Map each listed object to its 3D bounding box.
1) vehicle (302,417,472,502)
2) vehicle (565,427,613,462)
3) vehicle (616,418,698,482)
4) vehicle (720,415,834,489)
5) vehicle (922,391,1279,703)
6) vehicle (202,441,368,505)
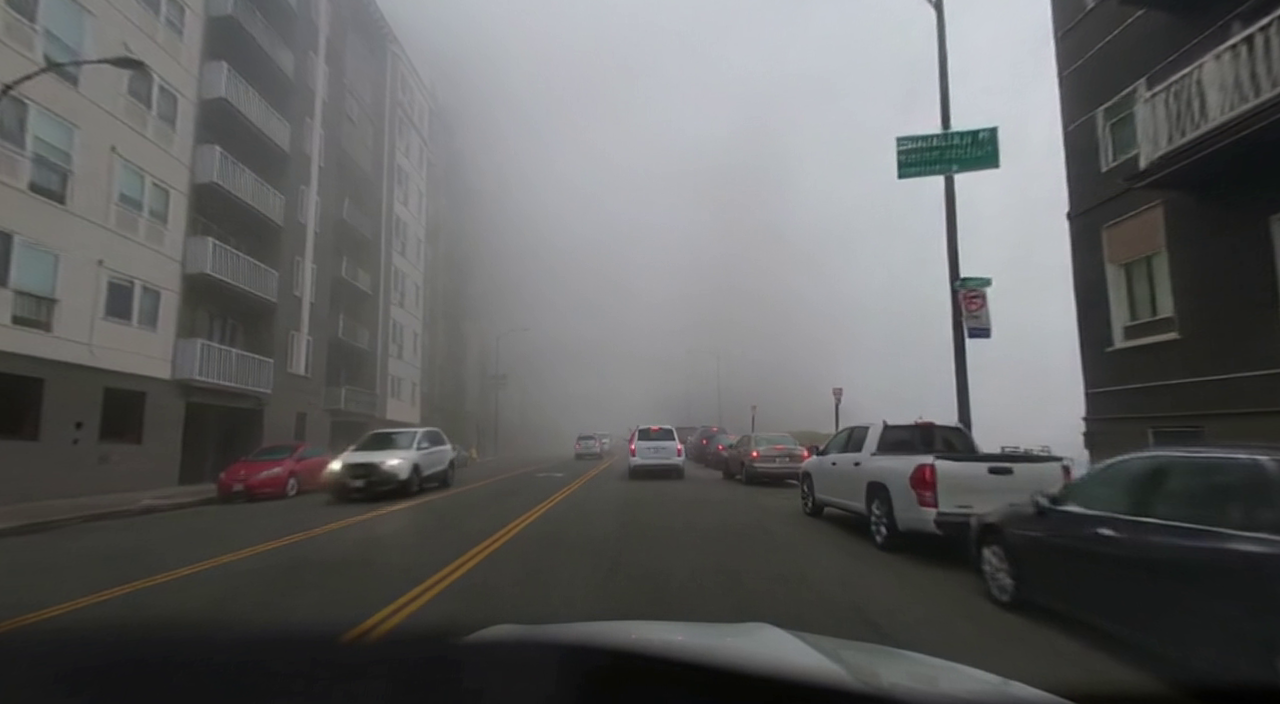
[{"bbox_3d":[-6.211,2.725,16.320,2.345,1.831,4.828,0,-8,1],"label":"vehicle"},{"bbox_3d":[-2.681,5.015,34.044,2.219,1.746,4.197,0,-8,0],"label":"vehicle"},{"bbox_3d":[0.486,3.021,19.501,2.261,1.740,4.065,0,-8,1],"label":"vehicle"},{"bbox_3d":[3.674,2.814,17.920,2.158,1.828,4.573,0,-8,-1],"label":"vehicle"},{"bbox_3d":[3.562,1.047,3.524,2.033,1.470,4.502,-1,-8,3],"label":"vehicle"},{"bbox_3d":[-9.289,3.158,17.007,2.021,1.474,4.337,0,-8,-1],"label":"vehicle"}]
